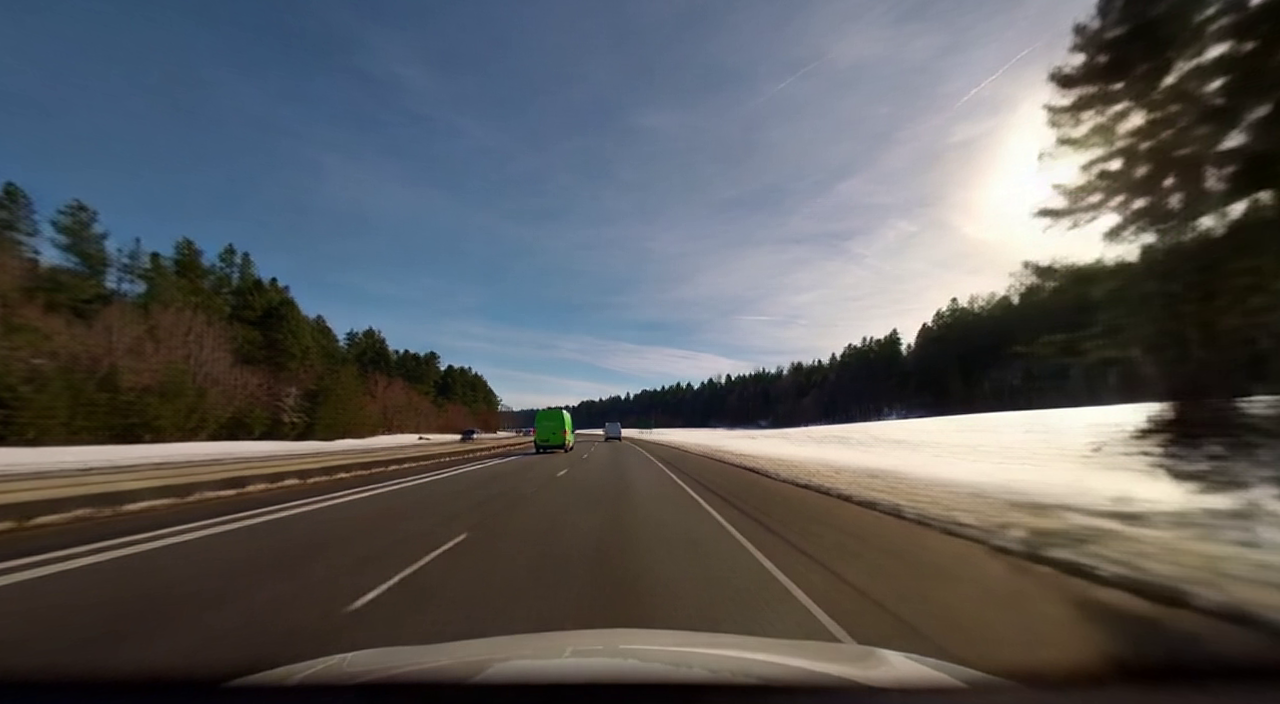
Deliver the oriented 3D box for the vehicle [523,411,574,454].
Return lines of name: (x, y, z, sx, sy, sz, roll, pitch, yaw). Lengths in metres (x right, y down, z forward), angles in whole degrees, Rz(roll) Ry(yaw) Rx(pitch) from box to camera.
vehicle: (-5.721, 5.171, 40.143, 2.561, 2.509, 5.465, 0, -8, -1)
